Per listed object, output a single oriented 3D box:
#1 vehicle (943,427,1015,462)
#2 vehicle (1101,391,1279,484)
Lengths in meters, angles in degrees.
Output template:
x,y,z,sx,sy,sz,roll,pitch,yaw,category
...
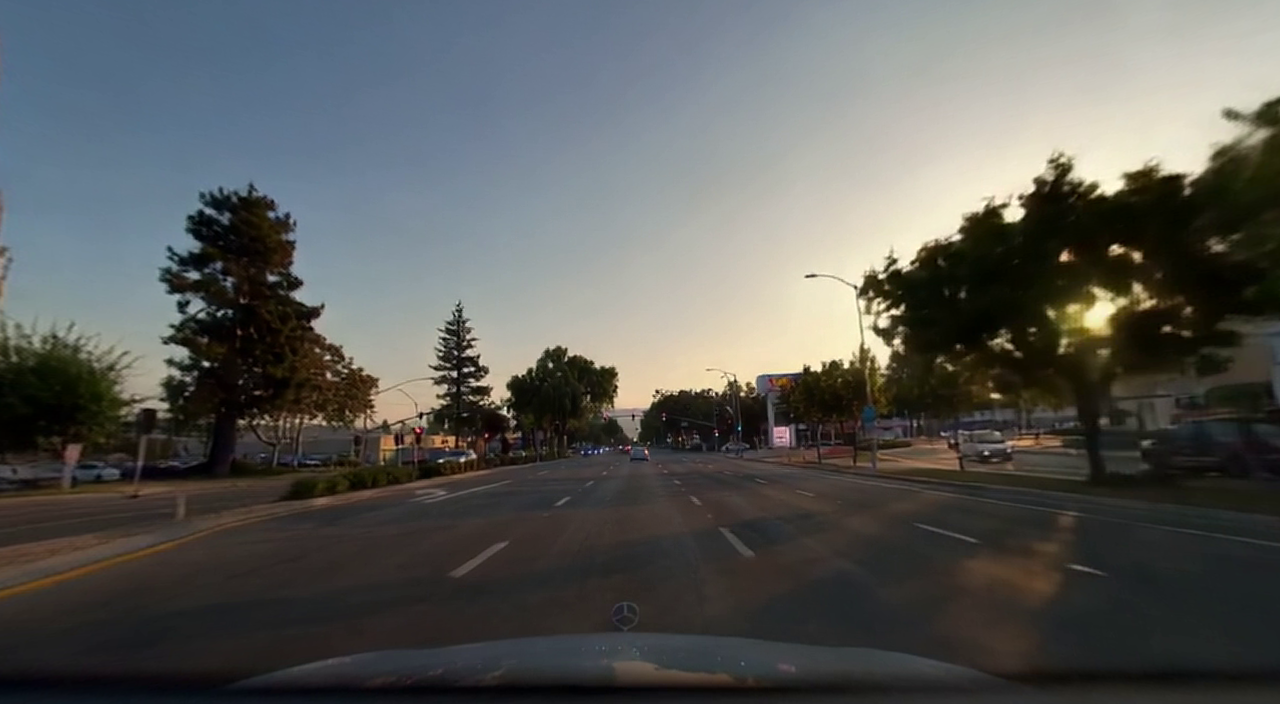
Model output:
x,y,z,sx,sy,sz,roll,pitch,yaw,category
16.886,4.648,31.695,1.944,1.646,4.594,-2,-9,13,vehicle
13.805,1.992,14.514,2.249,1.793,5.763,0,-8,2,vehicle
